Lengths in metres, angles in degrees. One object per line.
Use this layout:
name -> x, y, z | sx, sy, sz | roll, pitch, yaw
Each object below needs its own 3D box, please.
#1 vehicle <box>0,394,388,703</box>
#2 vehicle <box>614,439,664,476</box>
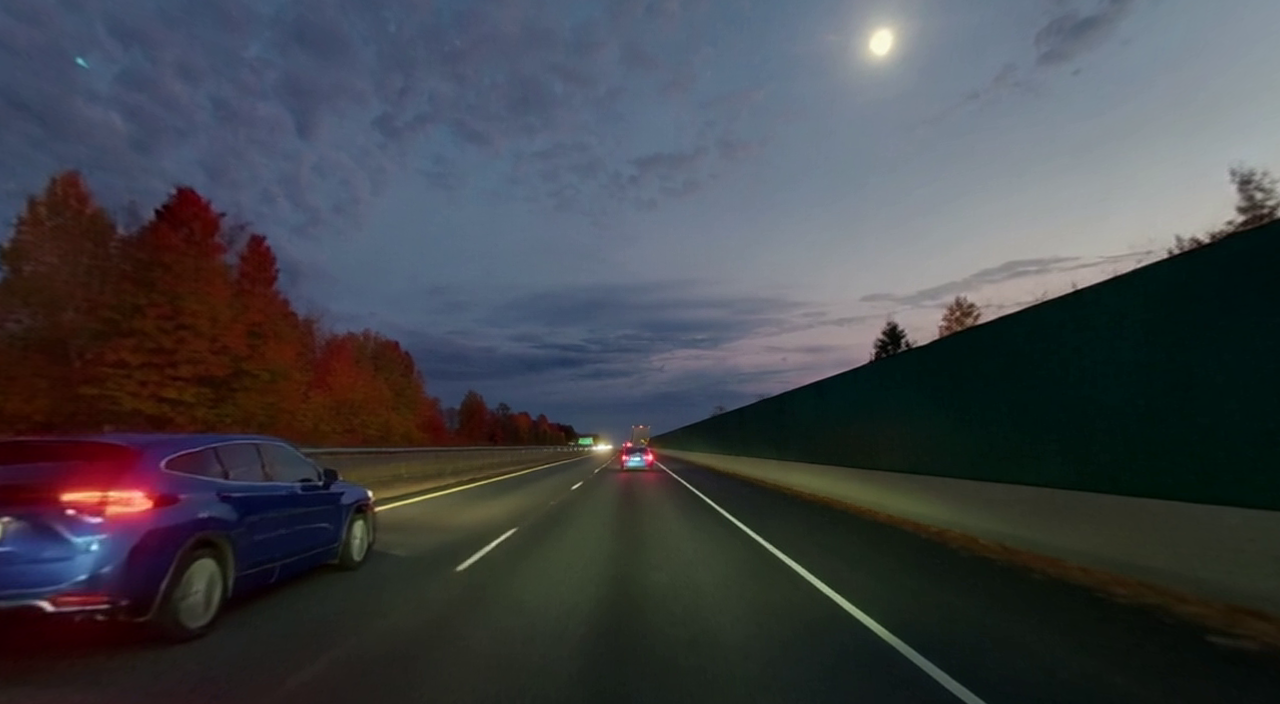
vehicle -> -3.864, 1.251, 4.948 | 2.054, 1.536, 4.128 | 0, -8, 0
vehicle -> -0.099, 4.623, 27.888 | 2.057, 1.516, 4.065 | 0, -8, -1
